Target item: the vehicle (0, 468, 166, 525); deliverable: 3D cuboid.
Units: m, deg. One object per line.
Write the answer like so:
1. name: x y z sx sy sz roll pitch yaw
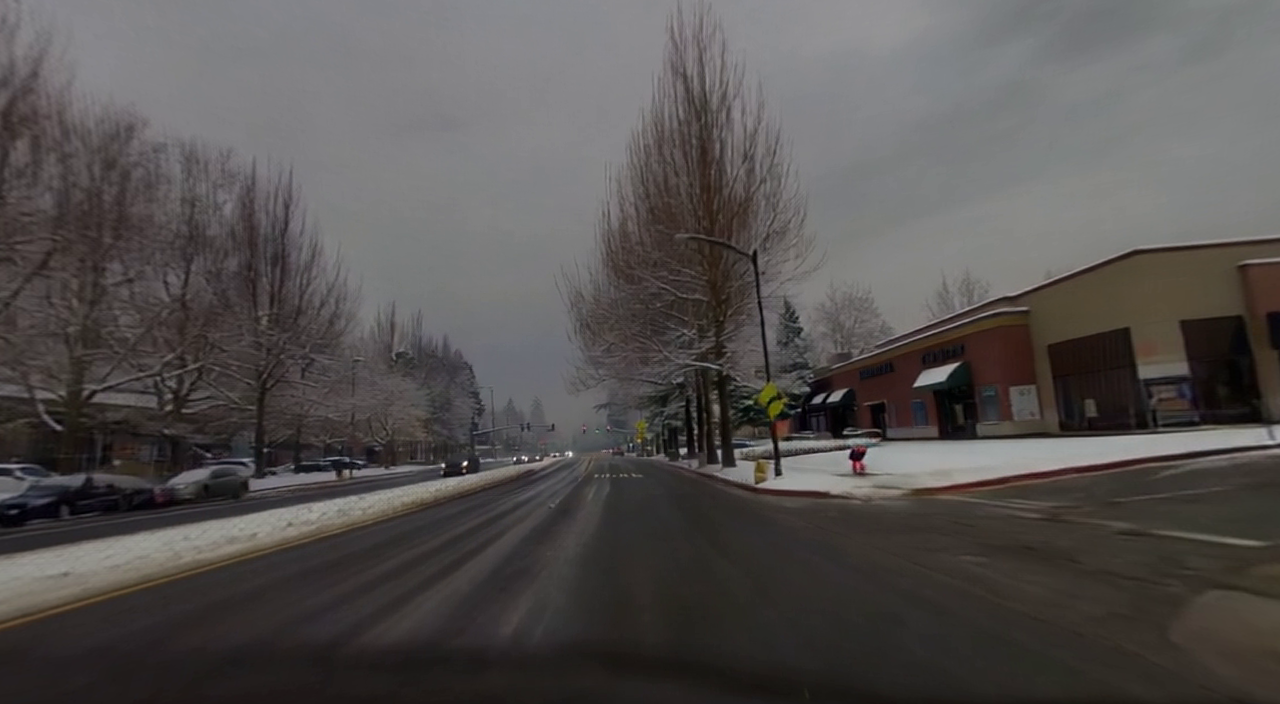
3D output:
1. vehicle: -18.412 4.687 20.799 1.887 1.490 4.432 0 -9 0

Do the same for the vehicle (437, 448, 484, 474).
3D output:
1. vehicle: -12.951 7.881 45.582 2.075 1.765 4.684 0 -9 -2

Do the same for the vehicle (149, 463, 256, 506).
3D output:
1. vehicle: -18.748 5.652 27.149 1.896 1.495 4.108 -4 -9 -3
